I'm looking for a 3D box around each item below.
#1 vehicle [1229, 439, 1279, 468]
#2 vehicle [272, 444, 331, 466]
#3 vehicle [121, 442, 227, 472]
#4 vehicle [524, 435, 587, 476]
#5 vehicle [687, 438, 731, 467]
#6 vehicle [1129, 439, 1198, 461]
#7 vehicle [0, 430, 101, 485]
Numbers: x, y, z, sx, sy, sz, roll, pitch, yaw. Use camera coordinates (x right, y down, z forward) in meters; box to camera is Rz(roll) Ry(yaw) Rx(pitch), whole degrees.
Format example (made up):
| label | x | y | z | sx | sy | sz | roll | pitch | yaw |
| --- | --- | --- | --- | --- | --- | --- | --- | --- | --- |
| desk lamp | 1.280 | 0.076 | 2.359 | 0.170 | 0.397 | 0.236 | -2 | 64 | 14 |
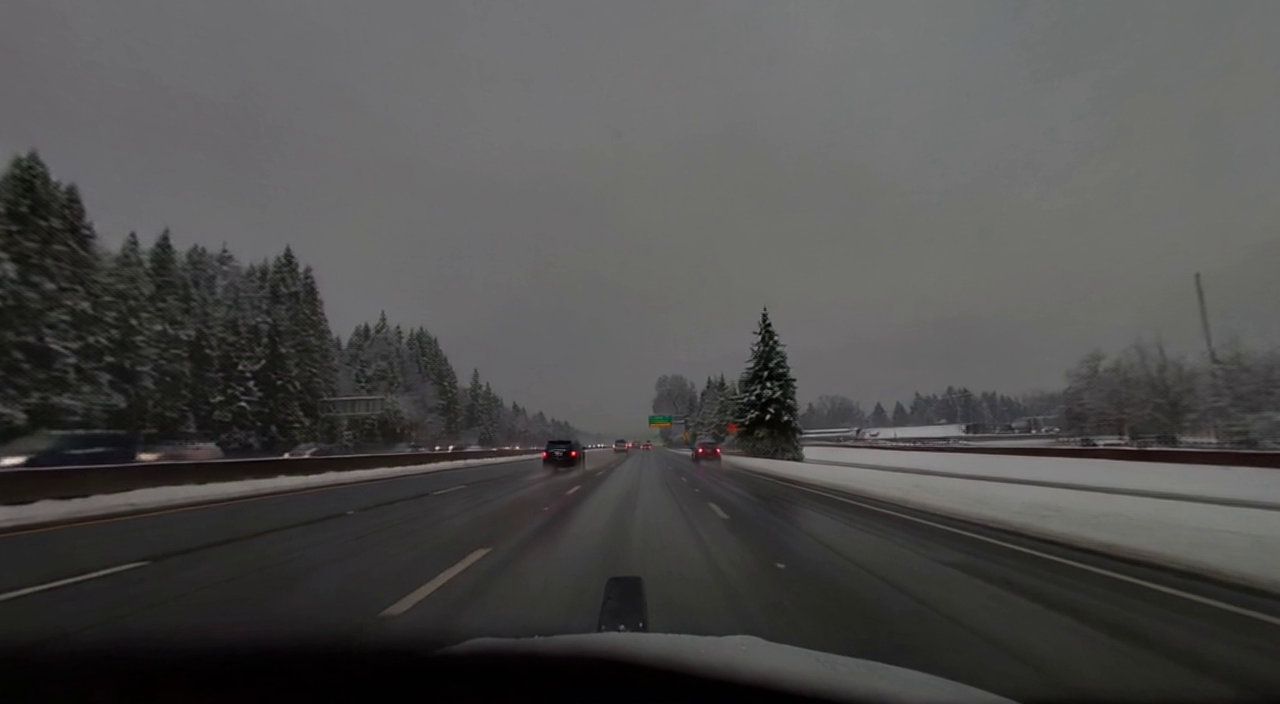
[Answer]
| label | x | y | z | sx | sy | sz | roll | pitch | yaw |
| --- | --- | --- | --- | --- | --- | --- | --- | --- | --- |
| vehicle | 36.859 | 5.822 | 36.350 | 3.856 | 1.480 | 1.766 | -3 | -8 | 0 |
| vehicle | -24.466 | 7.451 | 45.778 | 1.774 | 1.501 | 4.471 | 0 | -8 | 1 |
| vehicle | -28.417 | 6.406 | 38.768 | 2.158 | 1.692 | 5.672 | 0 | -8 | 1 |
| vehicle | -3.775 | 4.717 | 28.982 | 2.196 | 1.733 | 4.355 | 0 | -8 | 1 |
| vehicle | 4.227 | 6.275 | 39.487 | 2.229 | 1.704 | 4.392 | 0 | -8 | 0 |
| vehicle | 37.044 | 6.966 | 44.691 | 3.350 | 1.347 | 1.608 | -3 | -8 | -1 |
| vehicle | -21.027 | 3.371 | 20.251 | 2.244 | 1.684 | 5.795 | 0 | -8 | 1 |
